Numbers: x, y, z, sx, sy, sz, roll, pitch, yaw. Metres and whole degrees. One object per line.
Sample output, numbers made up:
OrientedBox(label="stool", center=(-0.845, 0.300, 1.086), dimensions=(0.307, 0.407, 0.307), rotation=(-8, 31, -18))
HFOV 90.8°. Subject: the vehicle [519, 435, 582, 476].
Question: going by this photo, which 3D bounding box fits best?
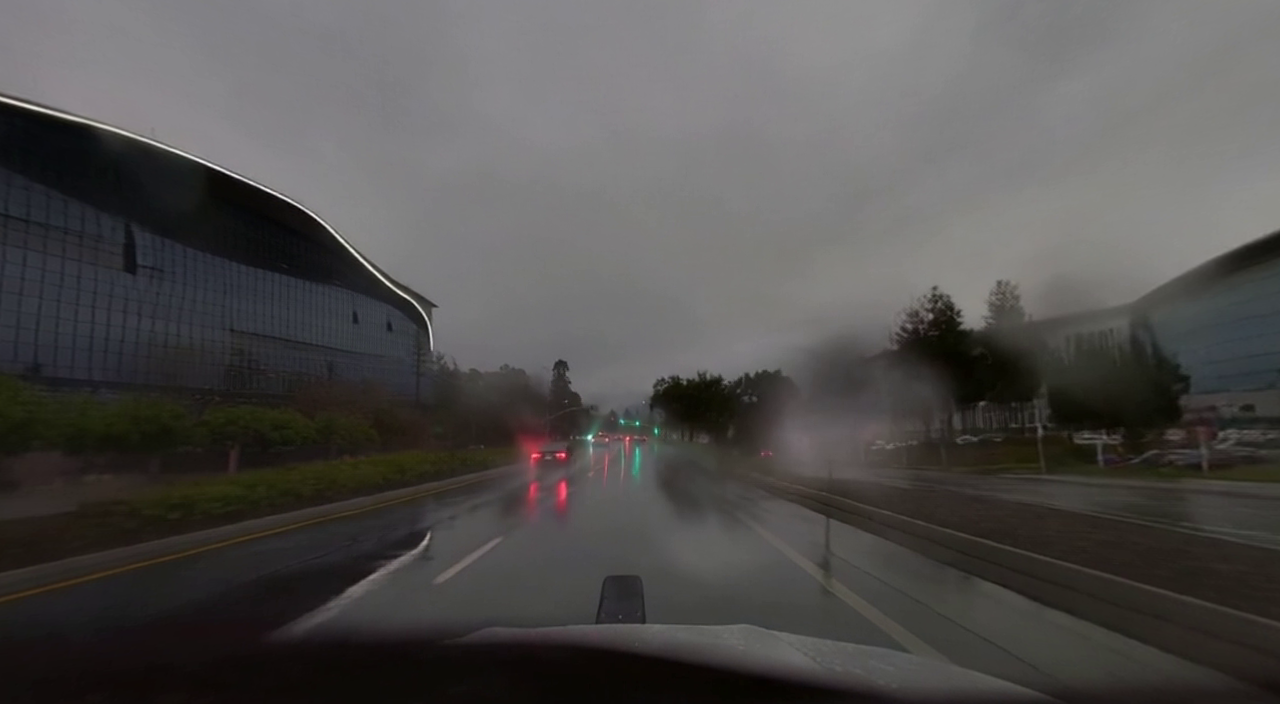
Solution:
OrientedBox(label="vehicle", center=(-3.662, 4.329, 26.727), dimensions=(1.984, 1.521, 4.682), rotation=(-1, -8, 0))
